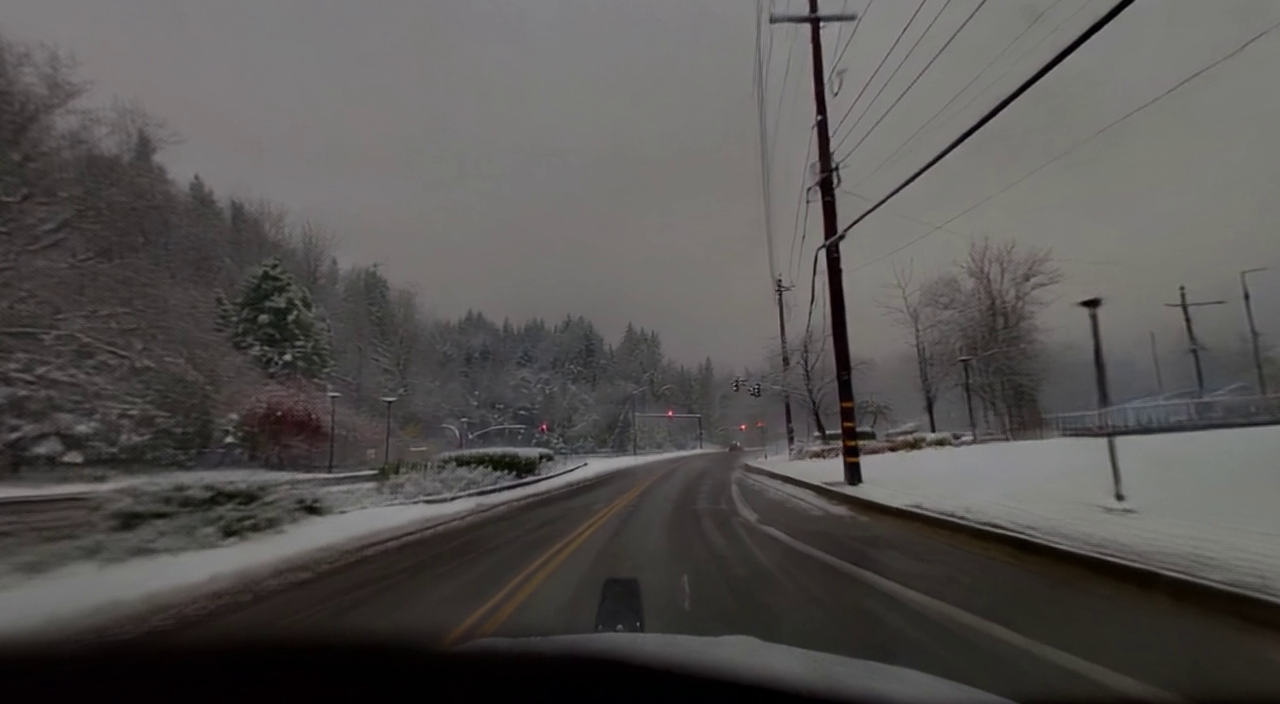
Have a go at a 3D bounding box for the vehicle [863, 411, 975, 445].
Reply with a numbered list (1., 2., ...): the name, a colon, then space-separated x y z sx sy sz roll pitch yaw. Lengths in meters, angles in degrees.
1. vehicle: 16.638 4.617 37.920 5.745 1.902 2.244 -2 -9 13
